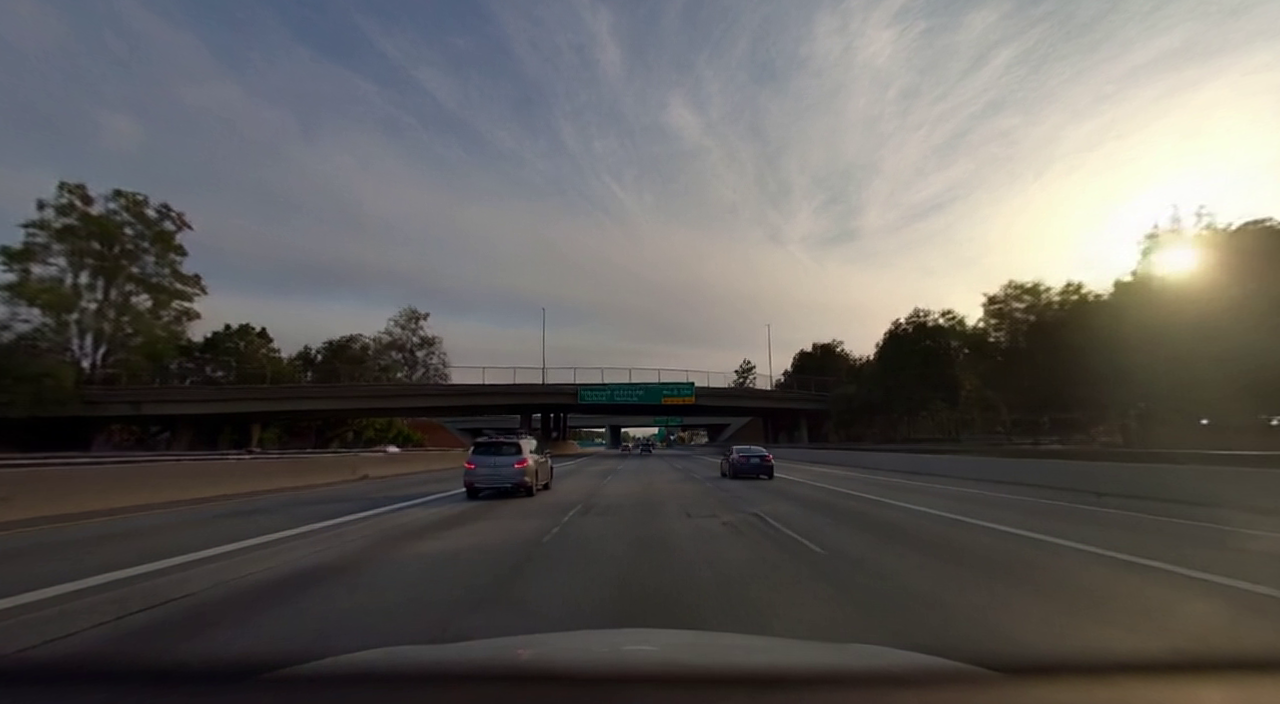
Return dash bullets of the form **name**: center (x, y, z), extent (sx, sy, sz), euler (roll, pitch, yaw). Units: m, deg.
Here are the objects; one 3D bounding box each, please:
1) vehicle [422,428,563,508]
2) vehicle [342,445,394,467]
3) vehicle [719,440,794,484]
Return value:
- **vehicle**: center (-3.505, 2.876, 16.147), extent (2.259, 1.706, 4.924), euler (0, -8, 2)
- **vehicle**: center (-21.043, 8.060, 48.983), extent (1.989, 1.568, 4.593), euler (0, -8, 1)
- **vehicle**: center (4.212, 4.035, 23.475), extent (1.908, 1.483, 4.259), euler (0, -8, -1)
